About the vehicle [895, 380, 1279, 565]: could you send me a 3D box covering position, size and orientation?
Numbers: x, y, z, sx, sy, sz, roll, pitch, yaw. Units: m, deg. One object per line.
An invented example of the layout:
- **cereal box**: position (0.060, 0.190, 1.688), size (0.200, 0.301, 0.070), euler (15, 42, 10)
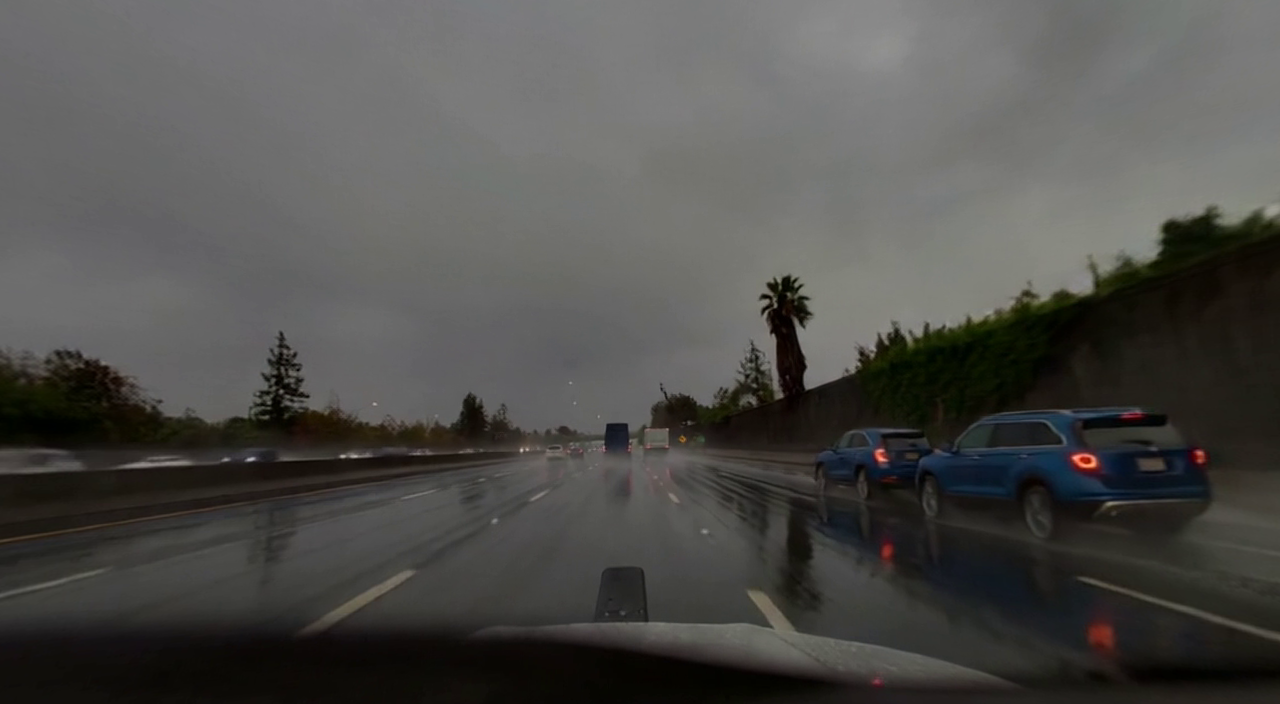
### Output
- **vehicle**: position (6.436, 1.803, 10.180), size (2.408, 2.210, 4.999), euler (0, -8, -2)

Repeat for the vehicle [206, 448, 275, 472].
- **vehicle**: position (-26.251, 7.075, 41.613), size (2.023, 1.493, 3.907), euler (0, -8, -2)
